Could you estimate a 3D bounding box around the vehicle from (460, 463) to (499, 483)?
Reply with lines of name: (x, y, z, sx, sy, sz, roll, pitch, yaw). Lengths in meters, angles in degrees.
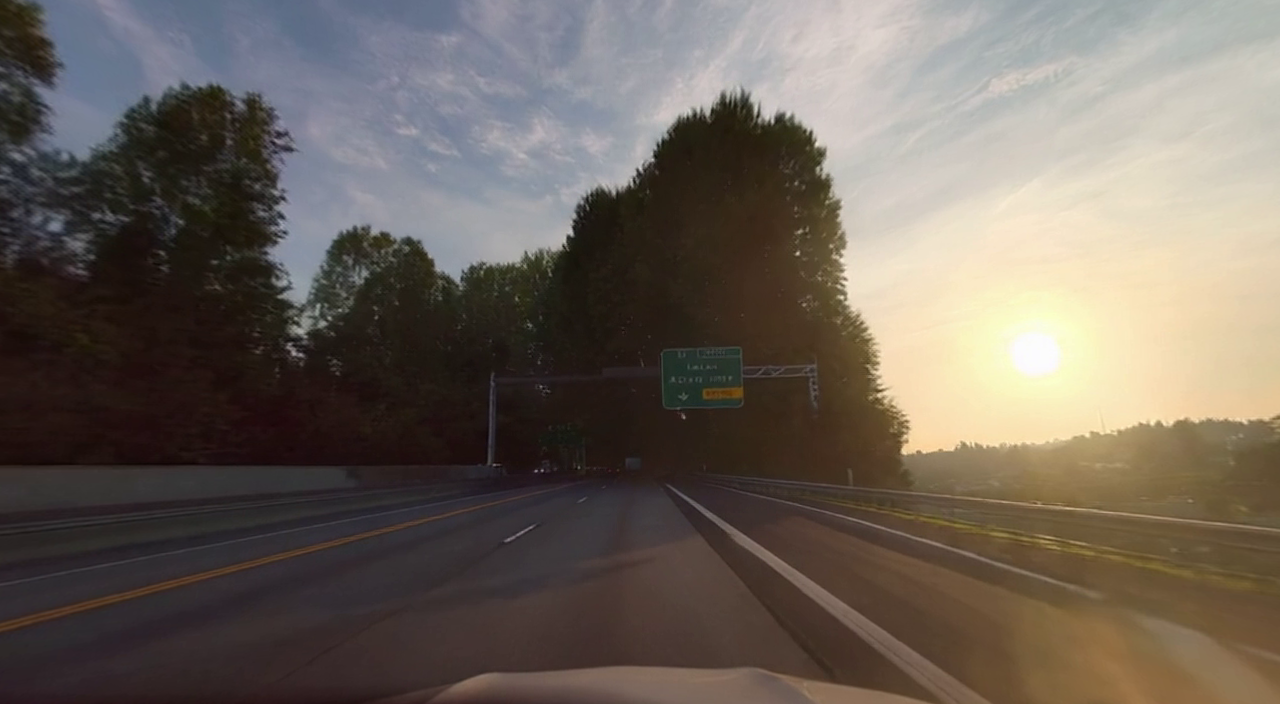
vehicle: (-12.667, 9.581, 49.933, 1.858, 1.466, 4.258, 1, -11, 1)
